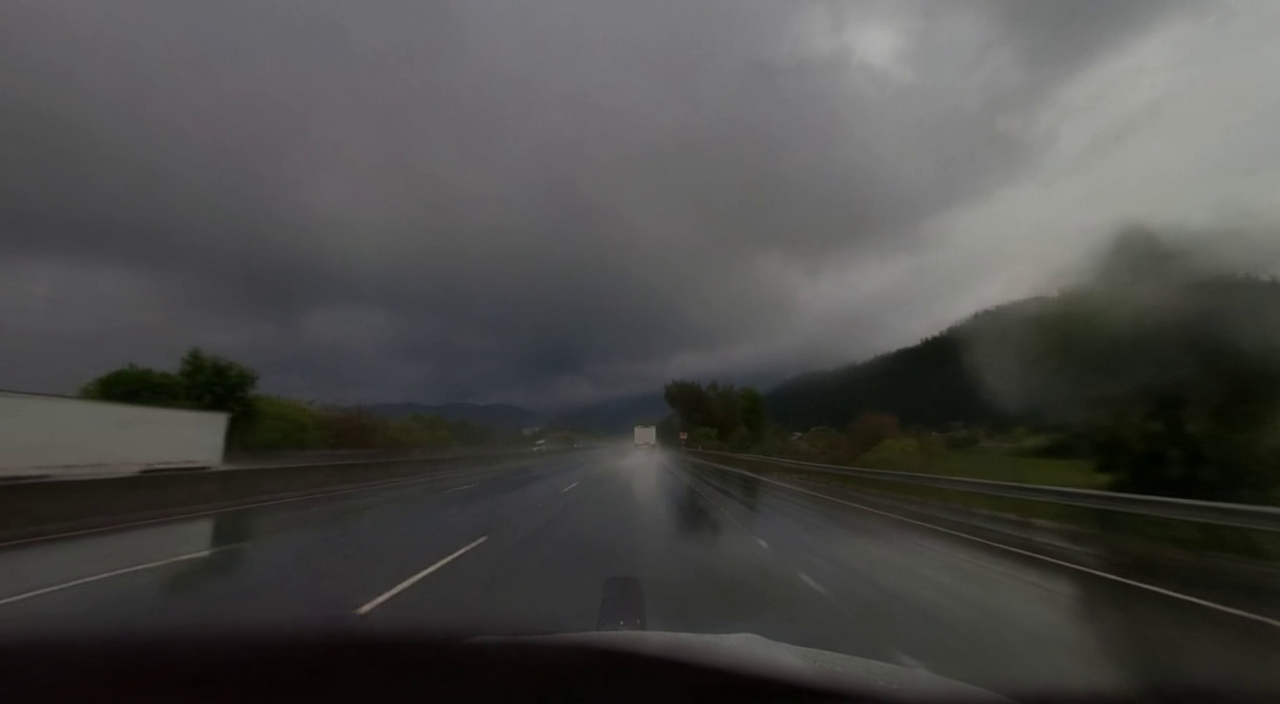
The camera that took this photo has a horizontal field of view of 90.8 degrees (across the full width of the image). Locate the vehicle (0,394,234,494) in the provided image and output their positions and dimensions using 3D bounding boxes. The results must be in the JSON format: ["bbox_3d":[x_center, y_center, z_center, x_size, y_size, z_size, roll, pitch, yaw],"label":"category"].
[{"bbox_3d":[-24.581,4.294,29.031,3.175,3.558,12.876,-1,-9,0],"label":"vehicle"}]
